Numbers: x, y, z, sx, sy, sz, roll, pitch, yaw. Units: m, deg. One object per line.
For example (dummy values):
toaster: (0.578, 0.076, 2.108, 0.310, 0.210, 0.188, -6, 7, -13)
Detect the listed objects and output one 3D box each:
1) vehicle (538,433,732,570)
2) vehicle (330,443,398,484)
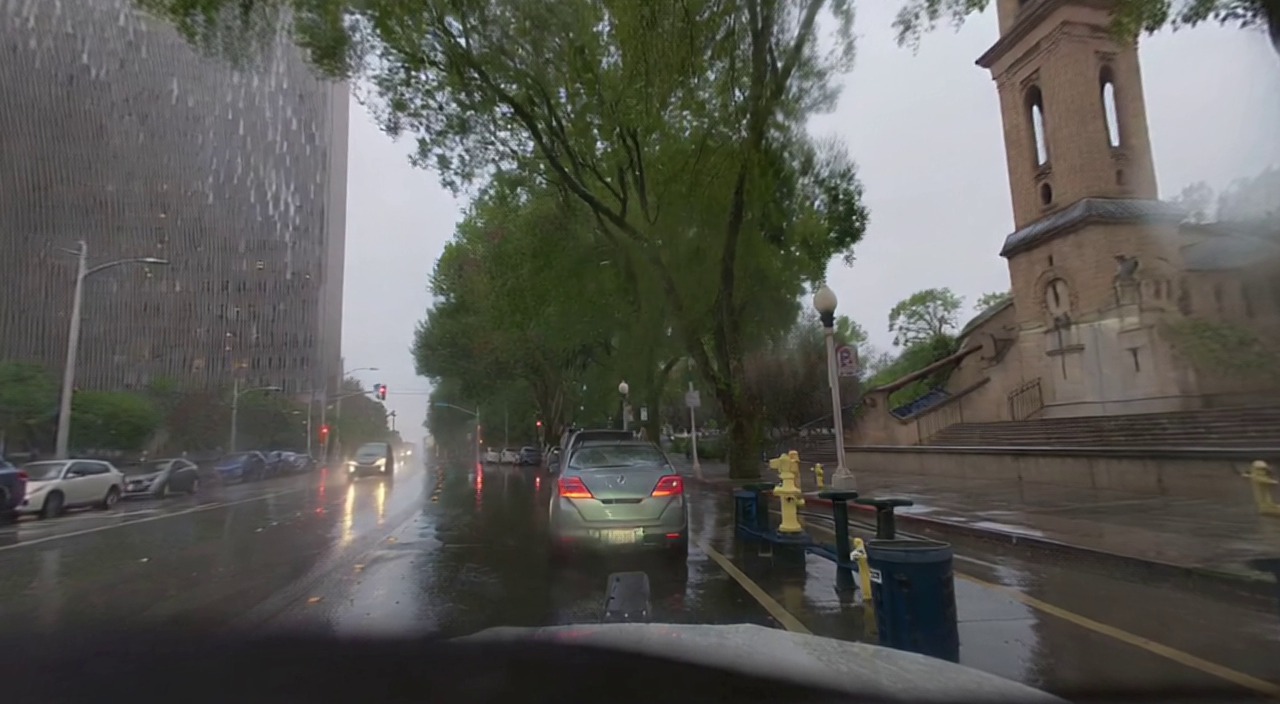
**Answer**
vehicle: (-0.241, 1.944, 9.036, 2.142, 1.475, 4.051, 1, -8, -6)
vehicle: (-12.792, 5.153, 29.531, 2.179, 1.698, 4.549, 2, -9, -15)
